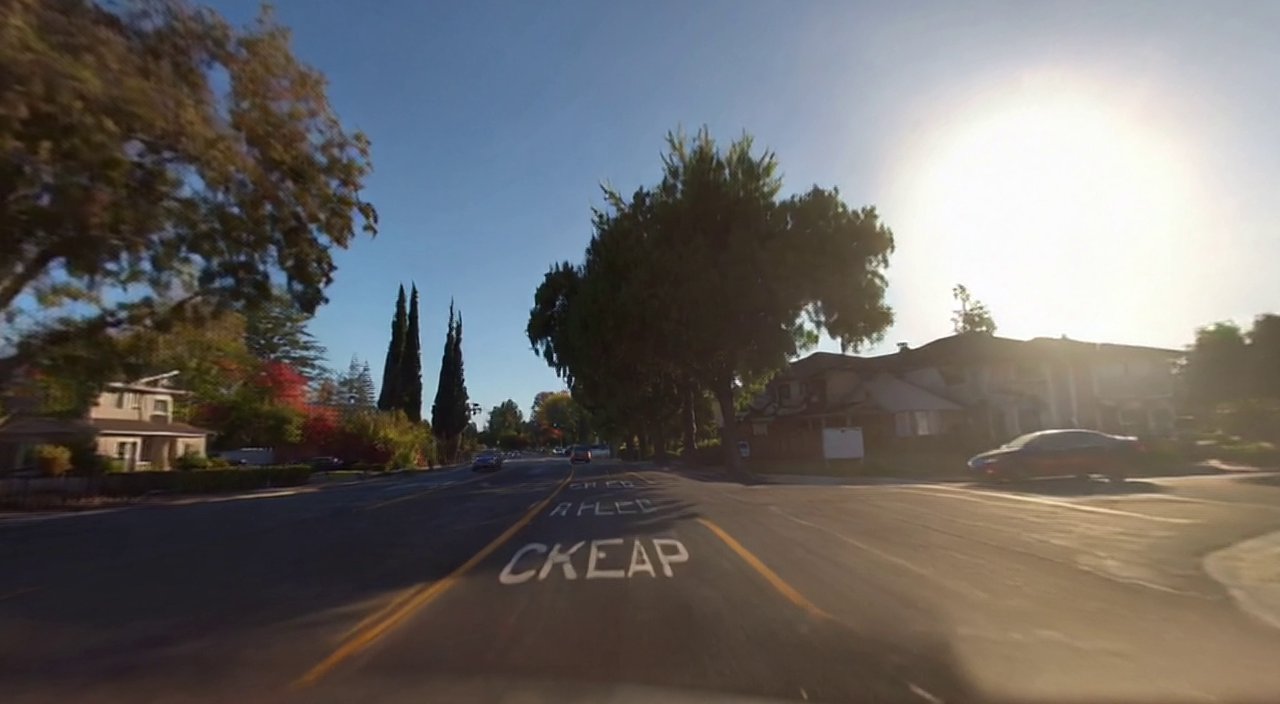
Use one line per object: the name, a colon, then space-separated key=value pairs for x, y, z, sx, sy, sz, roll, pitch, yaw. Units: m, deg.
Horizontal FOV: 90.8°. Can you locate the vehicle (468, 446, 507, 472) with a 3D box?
vehicle: x=-10.989 y=7.720 z=45.863 sx=2.053 sy=1.727 sz=4.651 roll=1 pitch=-8 yaw=-5

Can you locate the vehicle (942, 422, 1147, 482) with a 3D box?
vehicle: x=11.850 y=2.951 z=18.779 sx=4.702 sy=1.661 sz=1.977 roll=0 pitch=-8 yaw=0
